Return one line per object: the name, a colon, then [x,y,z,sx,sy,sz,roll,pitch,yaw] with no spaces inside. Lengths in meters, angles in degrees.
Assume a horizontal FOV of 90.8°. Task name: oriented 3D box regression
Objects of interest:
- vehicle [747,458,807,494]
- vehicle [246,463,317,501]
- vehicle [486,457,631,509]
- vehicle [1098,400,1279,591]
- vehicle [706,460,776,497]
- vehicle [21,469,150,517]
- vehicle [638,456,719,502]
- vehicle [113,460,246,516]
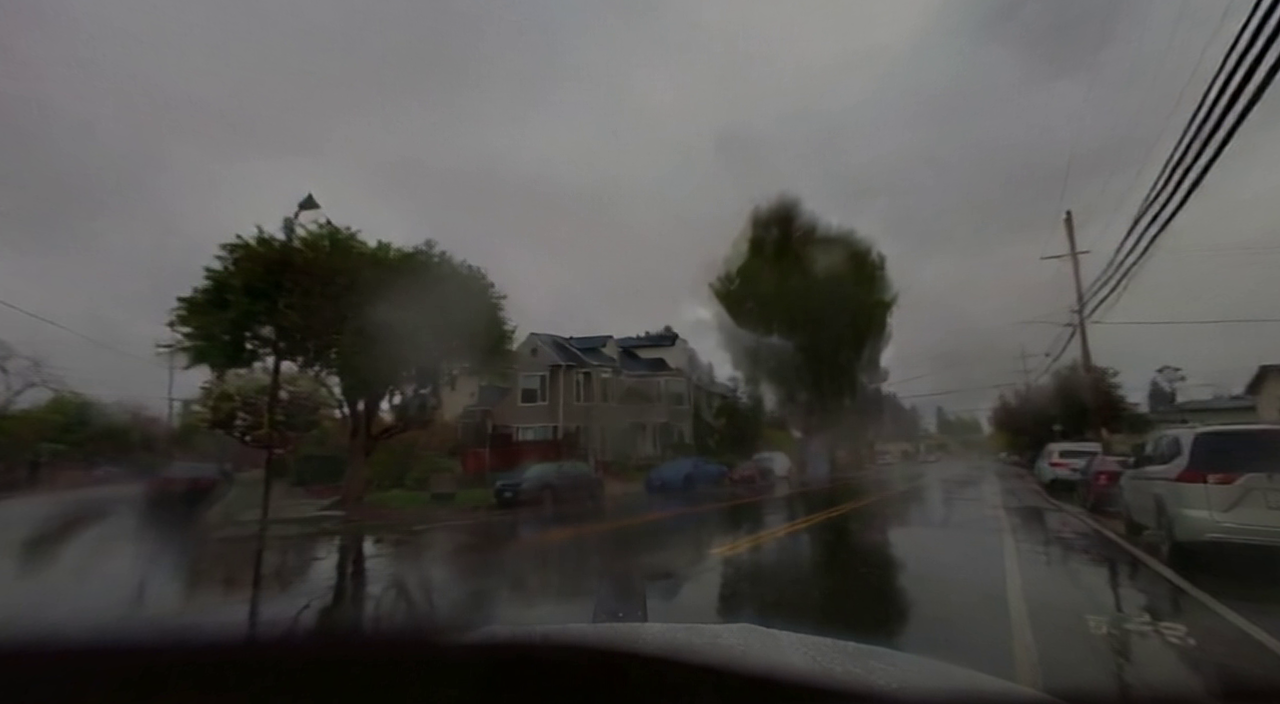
vehicle: [9.015,8.008,41.222,2.282,2.060,5.738,-5,-10,27]
vehicle: [-18.157,6.570,32.204,1.989,1.683,3.918,2,-9,-13]
vehicle: [-2.593,4.458,21.430,2.136,1.431,5.197,-10,-15,29]
vehicle: [8.089,1.768,8.569,2.199,1.885,5.461,-5,-10,28]
vehicle: [5.873,7.135,36.103,2.089,1.837,5.499,-5,-10,29]
vehicle: [-26.132,6.625,30.090,2.287,1.830,5.343,2,-9,-14]
vehicle: [1.867,5.734,28.930,1.937,1.837,4.414,-5,-10,29]
vehicle: [-15.458,4.535,21.554,1.981,1.579,4.446,2,-9,-13]
